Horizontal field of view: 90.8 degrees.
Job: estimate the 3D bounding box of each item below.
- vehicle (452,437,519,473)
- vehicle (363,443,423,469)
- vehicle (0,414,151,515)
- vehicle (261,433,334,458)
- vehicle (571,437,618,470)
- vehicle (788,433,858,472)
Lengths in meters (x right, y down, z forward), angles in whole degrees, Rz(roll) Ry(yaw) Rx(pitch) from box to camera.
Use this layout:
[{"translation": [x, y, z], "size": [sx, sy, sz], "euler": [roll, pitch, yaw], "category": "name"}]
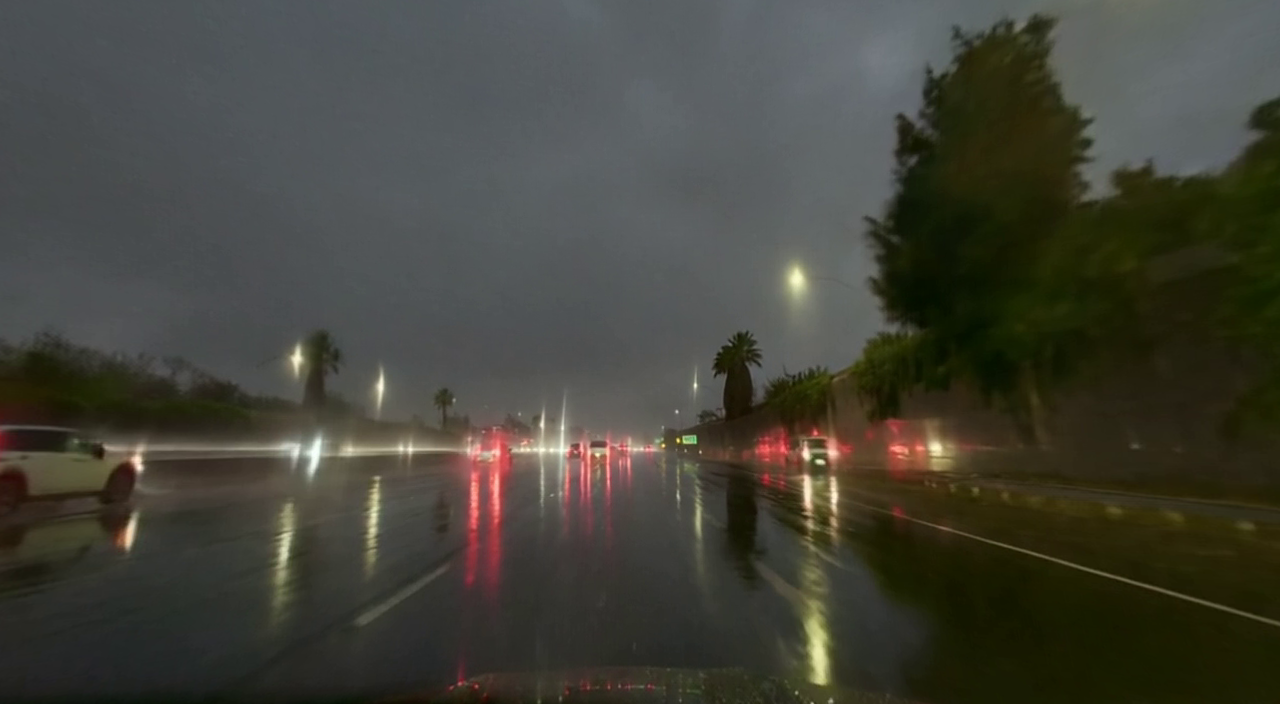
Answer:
[{"translation": [-7.729, 5.171, 31.991], "size": [2.204, 1.677, 4.438], "euler": [0, -9, 1], "category": "vehicle"}, {"translation": [-15.850, 6.676, 40.764], "size": [1.916, 1.610, 4.445], "euler": [0, -9, 2], "category": "vehicle"}, {"translation": [-13.044, 2.279, 12.942], "size": [1.986, 1.875, 4.902], "euler": [0, -9, 1], "category": "vehicle"}, {"translation": [-22.701, 6.234, 42.144], "size": [2.088, 1.584, 4.774], "euler": [0, -8, 2], "category": "vehicle"}, {"translation": [-2.368, 5.455, 34.194], "size": [2.201, 1.672, 4.128], "euler": [0, -9, 0], "category": "vehicle"}, {"translation": [10.272, 5.702, 36.038], "size": [2.302, 2.014, 5.925], "euler": [0, -9, 1], "category": "vehicle"}]
